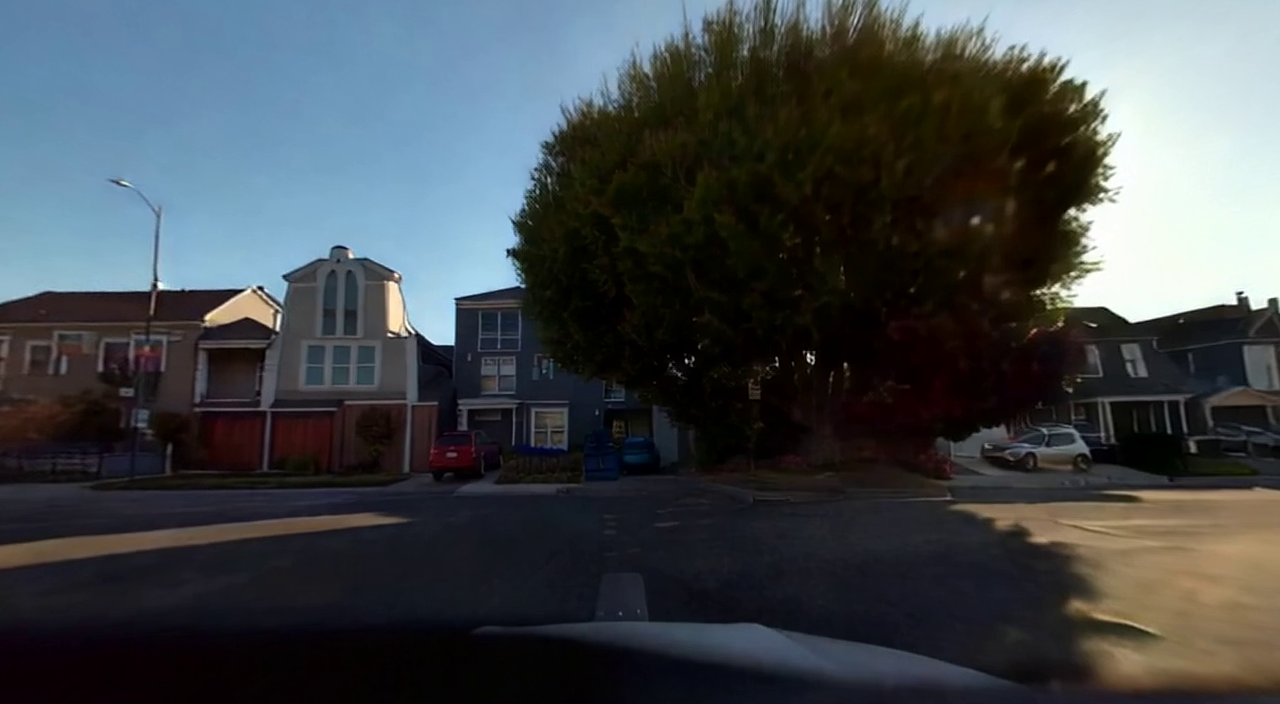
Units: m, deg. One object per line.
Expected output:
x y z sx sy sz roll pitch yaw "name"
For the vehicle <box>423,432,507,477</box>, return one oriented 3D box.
-6.340 3.788 23.340 1.968 1.491 4.486 0 -9 -2 "vehicle"
